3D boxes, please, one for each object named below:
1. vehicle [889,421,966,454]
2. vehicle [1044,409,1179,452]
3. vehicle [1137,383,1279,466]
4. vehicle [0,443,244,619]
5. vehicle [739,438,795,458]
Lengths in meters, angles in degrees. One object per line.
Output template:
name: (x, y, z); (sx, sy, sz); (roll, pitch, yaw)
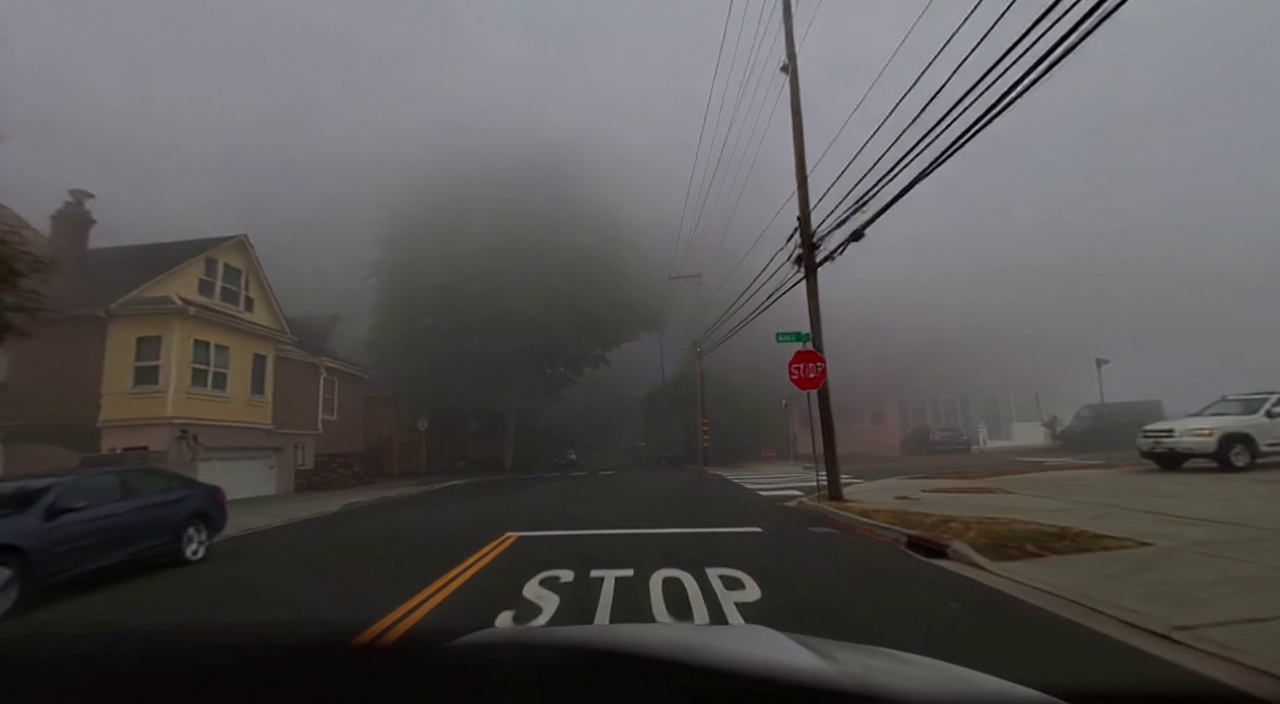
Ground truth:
vehicle: (15.578, 4.685, 34.502); (2.025, 1.689, 4.342); (0, -9, -2)
vehicle: (21.129, 3.576, 28.460); (4.466, 1.769, 2.033); (1, -8, -1)
vehicle: (16.633, 1.862, 16.076); (6.022, 1.953, 2.250); (0, -9, -1)
vehicle: (-6.752, 1.900, 7.088); (2.026, 1.560, 4.062); (-5, -9, 0)
vehicle: (9.948, 7.550, 49.824); (4.019, 1.533, 1.769); (0, -9, 0)
